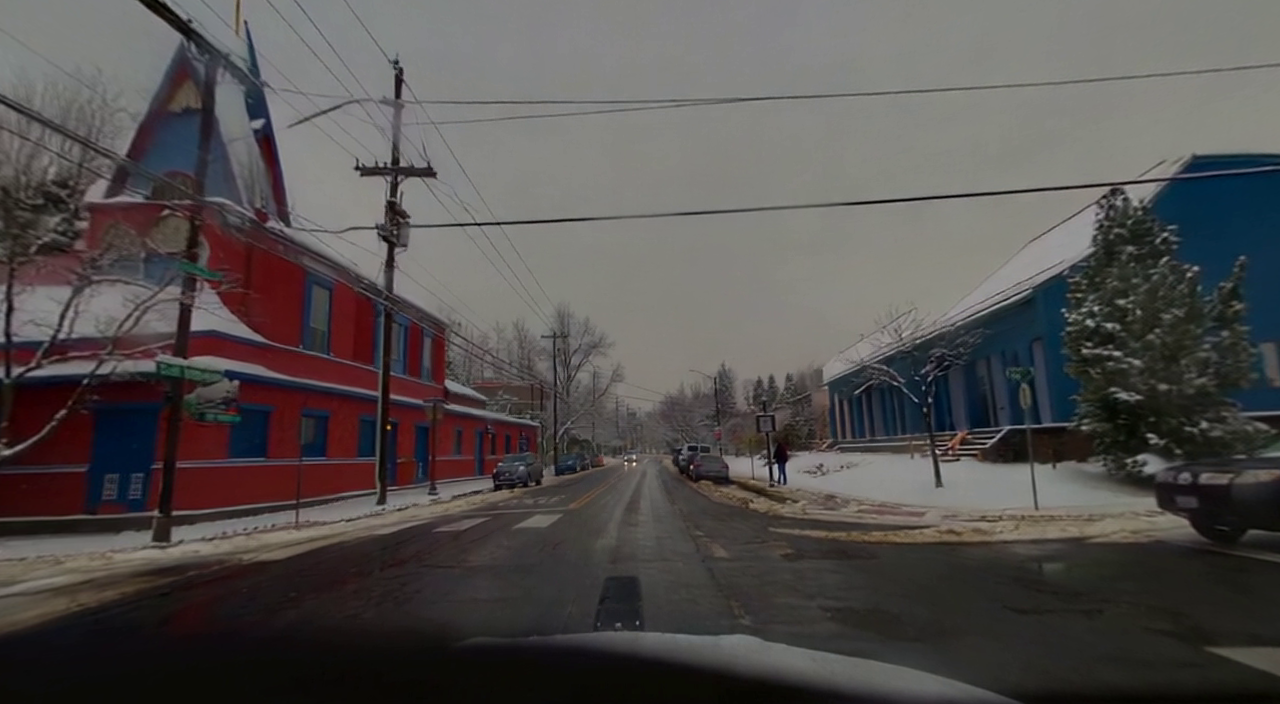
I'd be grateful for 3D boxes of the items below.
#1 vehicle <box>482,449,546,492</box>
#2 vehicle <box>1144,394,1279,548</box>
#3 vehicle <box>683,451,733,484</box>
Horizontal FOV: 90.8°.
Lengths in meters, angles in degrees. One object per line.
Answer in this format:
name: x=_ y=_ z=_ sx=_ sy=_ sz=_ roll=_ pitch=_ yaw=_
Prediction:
vehicle: x=-6.254 y=5.913 z=31.920 sx=2.140 sy=1.746 sz=4.385 roll=-4 pitch=-8 yaw=1
vehicle: x=10.133 y=1.529 z=8.301 sx=5.100 sy=1.806 sz=2.124 roll=0 pitch=-9 yaw=0
vehicle: x=3.224 y=5.611 z=31.019 sx=1.966 sy=1.471 sz=4.552 roll=0 pitch=-9 yaw=0
